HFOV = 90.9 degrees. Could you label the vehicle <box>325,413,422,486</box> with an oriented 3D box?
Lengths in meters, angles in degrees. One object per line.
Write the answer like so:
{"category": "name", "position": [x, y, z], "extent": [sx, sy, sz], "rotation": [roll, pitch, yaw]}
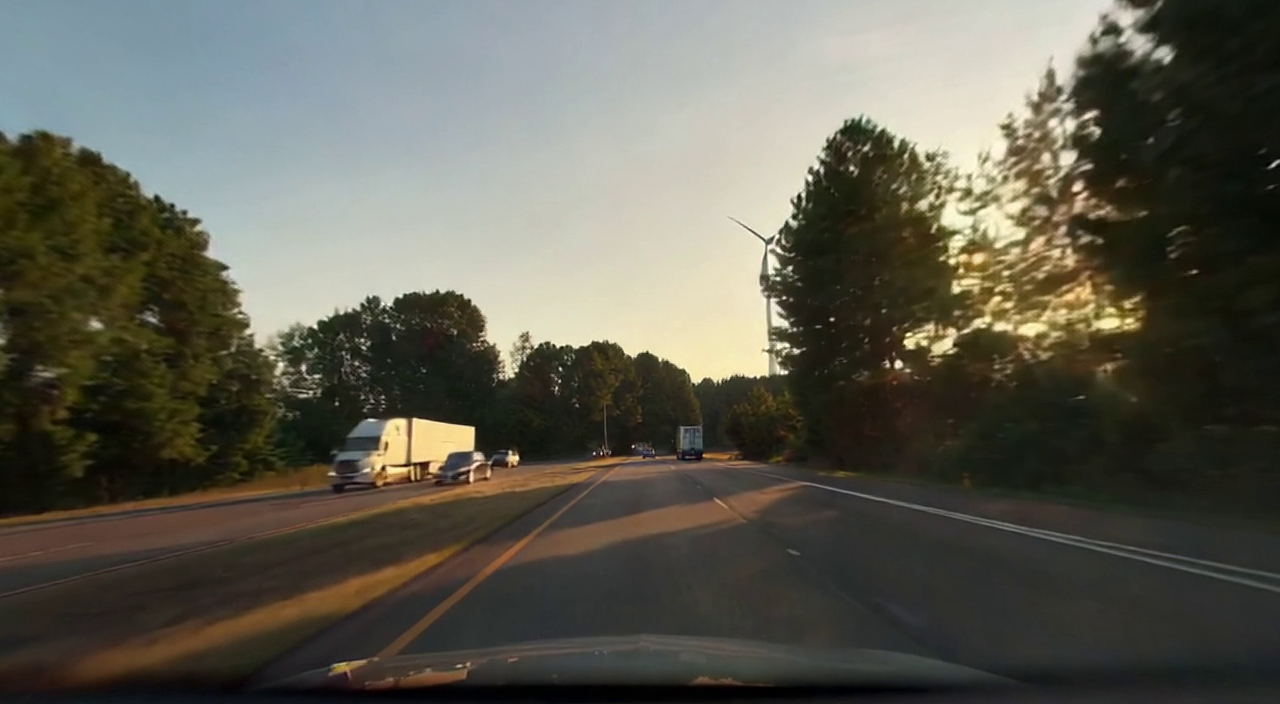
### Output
{"category": "vehicle", "position": [-15.829, 5.873, 38.001], "extent": [2.917, 4.007, 5.975], "rotation": [-1, -9, 3]}

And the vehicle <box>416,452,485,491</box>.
{"category": "vehicle", "position": [-7.947, 5.009, 26.751], "extent": [1.780, 1.465, 3.818], "rotation": [0, -9, -1]}
